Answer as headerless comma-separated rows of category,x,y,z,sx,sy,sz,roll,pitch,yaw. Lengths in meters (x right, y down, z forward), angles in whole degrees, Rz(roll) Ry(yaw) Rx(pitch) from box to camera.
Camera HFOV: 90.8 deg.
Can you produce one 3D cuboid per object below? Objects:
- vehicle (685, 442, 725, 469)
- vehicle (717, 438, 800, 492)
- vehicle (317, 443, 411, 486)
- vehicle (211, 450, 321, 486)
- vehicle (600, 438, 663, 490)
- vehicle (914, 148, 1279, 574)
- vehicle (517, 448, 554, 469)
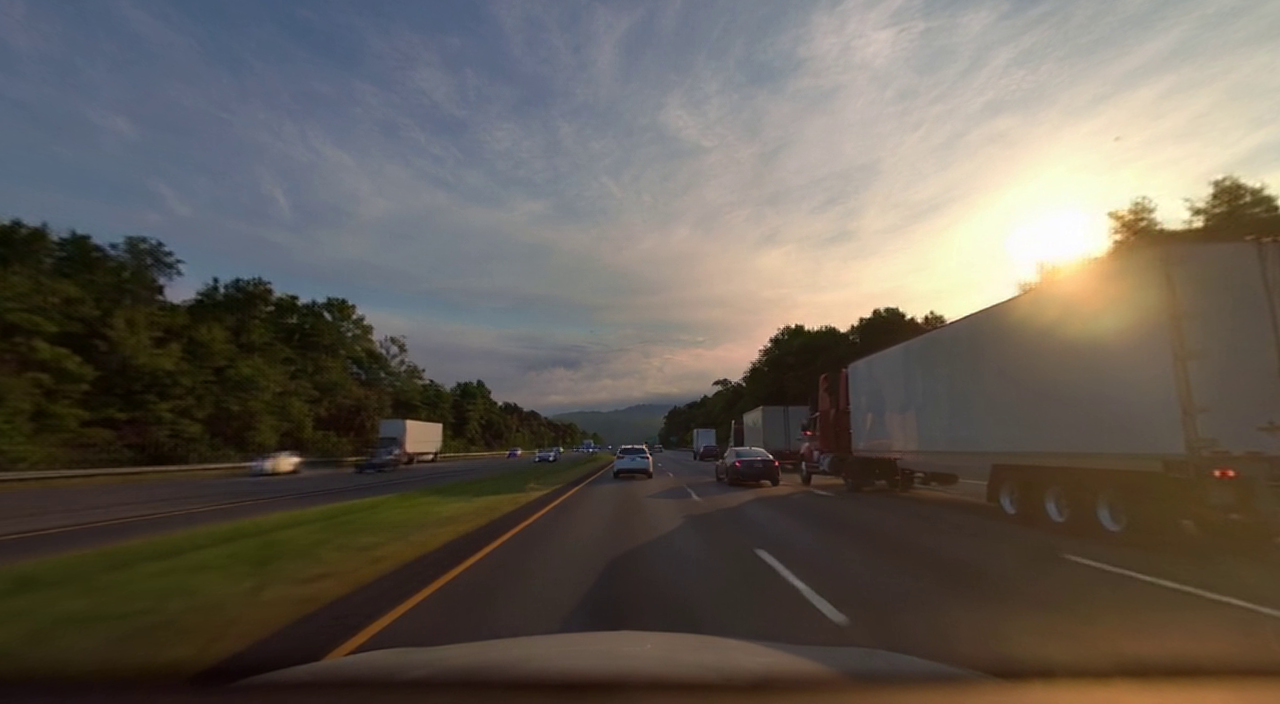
vehicle,4.204,6.818,41.597,2.150,1.632,4.260,0,-9,0
vehicle,3.766,3.663,20.744,1.920,1.594,3.867,0,-9,0
vehicle,-11.630,4.767,26.949,2.074,1.655,4.124,0,-9,1
vehicle,-16.362,5.058,27.894,1.932,1.433,4.529,-1,-9,2
vehicle,-0.262,3.835,21.869,2.023,1.618,3.628,0,-9,0
vehicle,7.613,0.665,9.810,2.823,4.063,8.485,0,-9,0
vehicle,-7.671,7.830,46.610,2.002,1.433,3.694,-1,-9,3
